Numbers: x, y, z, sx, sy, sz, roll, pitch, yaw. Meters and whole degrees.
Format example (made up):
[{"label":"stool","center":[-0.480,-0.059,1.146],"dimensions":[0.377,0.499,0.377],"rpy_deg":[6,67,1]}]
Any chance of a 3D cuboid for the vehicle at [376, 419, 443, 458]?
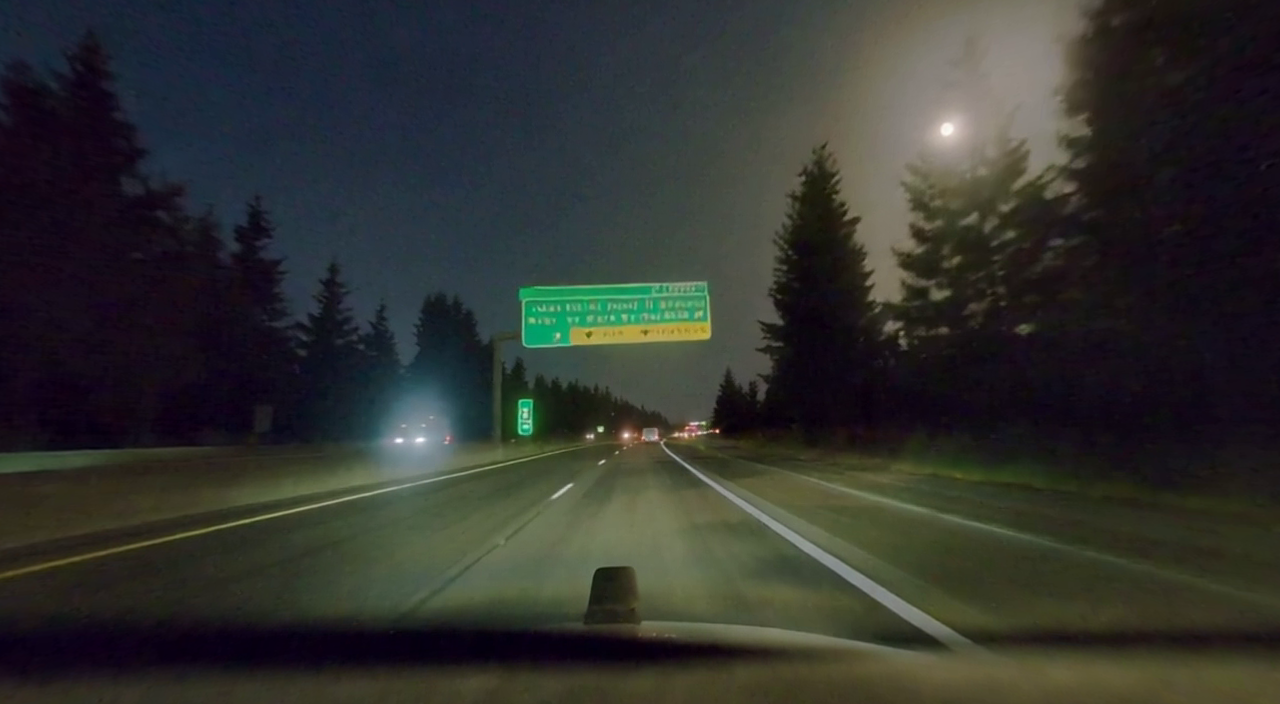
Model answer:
[{"label":"vehicle","center":[-16.286,6.154,45.064],"dimensions":[2.216,2.530,6.587],"rpy_deg":[0,-8,1]}]
